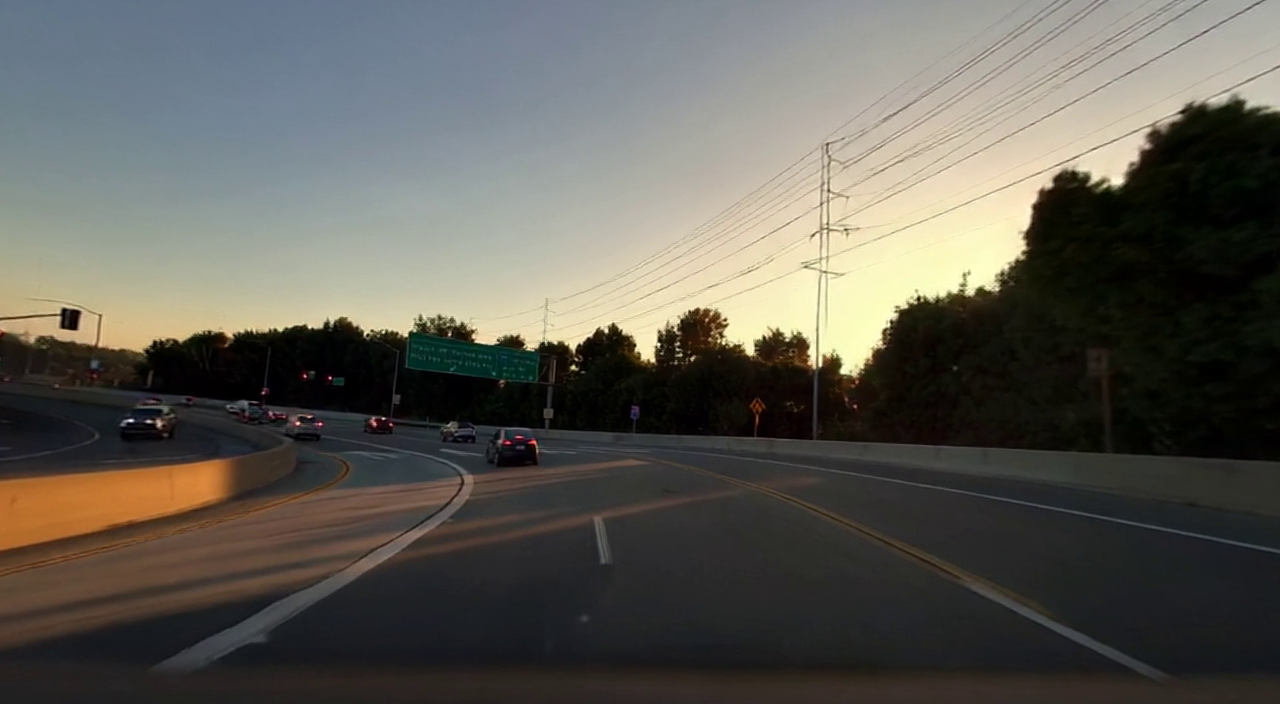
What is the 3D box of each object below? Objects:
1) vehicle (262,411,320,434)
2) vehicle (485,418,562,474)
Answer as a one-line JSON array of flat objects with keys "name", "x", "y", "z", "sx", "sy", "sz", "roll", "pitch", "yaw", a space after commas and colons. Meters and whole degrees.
[{"name": "vehicle", "x": -26.162, "y": 5.323, "z": 47.265, "sx": 4.623, "sy": 1.501, "sz": 2.033, "roll": -7, "pitch": -11, "yaw": 37}, {"name": "vehicle", "x": -4.149, "y": 3.248, "z": 21.926, "sx": 2.140, "sy": 1.724, "sz": 4.304, "roll": 2, "pitch": -9, "yaw": -16}]
